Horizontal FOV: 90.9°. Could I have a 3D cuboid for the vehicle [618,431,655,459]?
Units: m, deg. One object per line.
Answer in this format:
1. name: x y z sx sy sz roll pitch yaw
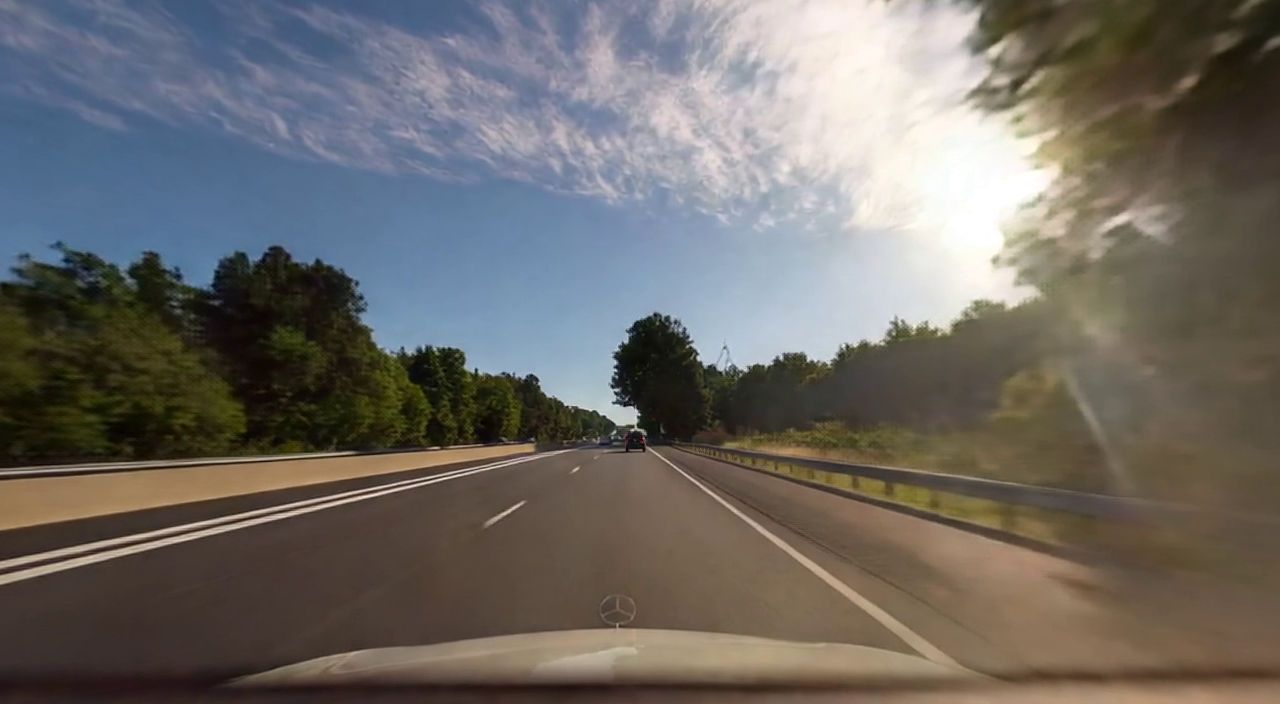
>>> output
1. vehicle: -0.227 5.789 39.370 2.134 1.654 4.174 0 -8 -1
